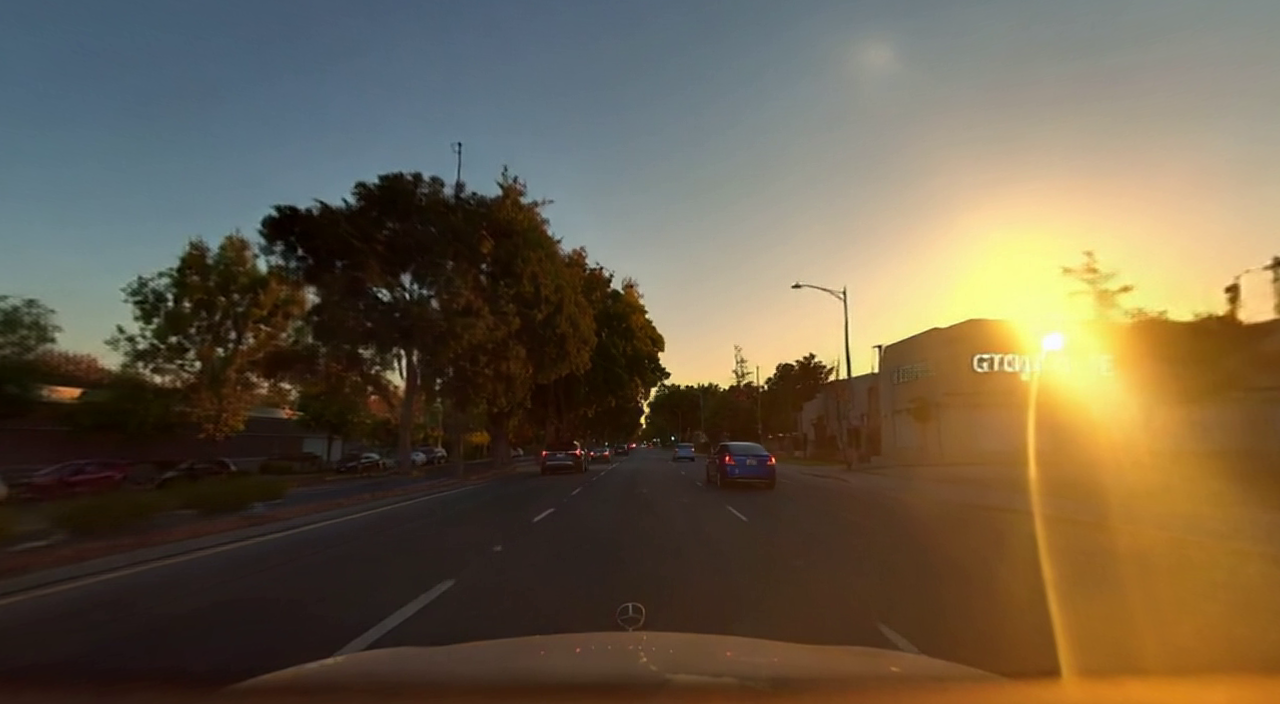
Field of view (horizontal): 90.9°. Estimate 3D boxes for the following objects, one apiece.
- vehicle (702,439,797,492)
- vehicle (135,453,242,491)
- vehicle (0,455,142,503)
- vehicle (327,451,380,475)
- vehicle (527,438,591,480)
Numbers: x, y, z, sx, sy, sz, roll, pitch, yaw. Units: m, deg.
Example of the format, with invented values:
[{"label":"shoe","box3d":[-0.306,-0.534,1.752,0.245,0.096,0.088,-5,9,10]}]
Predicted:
[{"label":"vehicle","box3d":[3.267,3.482,19.753,2.083,1.474,4.360,0,-8,-1]},{"label":"vehicle","box3d":[-22.524,5.979,31.730,1.922,1.682,4.638,0,-8,0]},{"label":"vehicle","box3d":[-22.709,5.011,25.308,1.853,1.693,4.233,0,-8,1]},{"label":"vehicle","box3d":[-22.420,8.695,49.537,1.918,1.698,4.581,0,-8,1]},{"label":"vehicle","box3d":[-3.348,4.508,26.766,2.113,1.626,4.129,0,-8,1]}]
